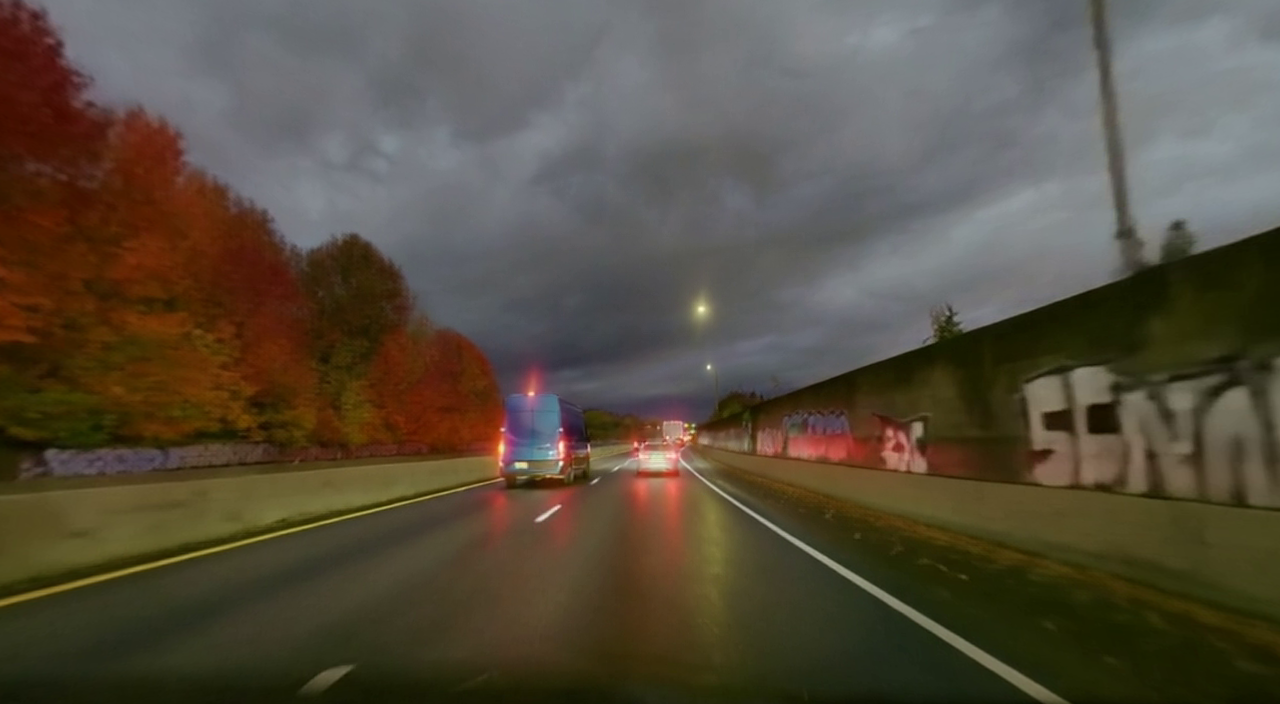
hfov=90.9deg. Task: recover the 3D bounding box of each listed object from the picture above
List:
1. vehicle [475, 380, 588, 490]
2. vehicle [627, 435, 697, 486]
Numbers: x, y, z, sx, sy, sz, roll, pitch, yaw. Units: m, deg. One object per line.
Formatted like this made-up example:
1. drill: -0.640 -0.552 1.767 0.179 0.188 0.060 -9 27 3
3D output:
1. vehicle: -2.930 2.451 18.458 2.334 2.769 5.087 0 -8 0
2. vehicle: 0.691 3.499 20.654 2.071 1.487 3.948 0 -8 1
